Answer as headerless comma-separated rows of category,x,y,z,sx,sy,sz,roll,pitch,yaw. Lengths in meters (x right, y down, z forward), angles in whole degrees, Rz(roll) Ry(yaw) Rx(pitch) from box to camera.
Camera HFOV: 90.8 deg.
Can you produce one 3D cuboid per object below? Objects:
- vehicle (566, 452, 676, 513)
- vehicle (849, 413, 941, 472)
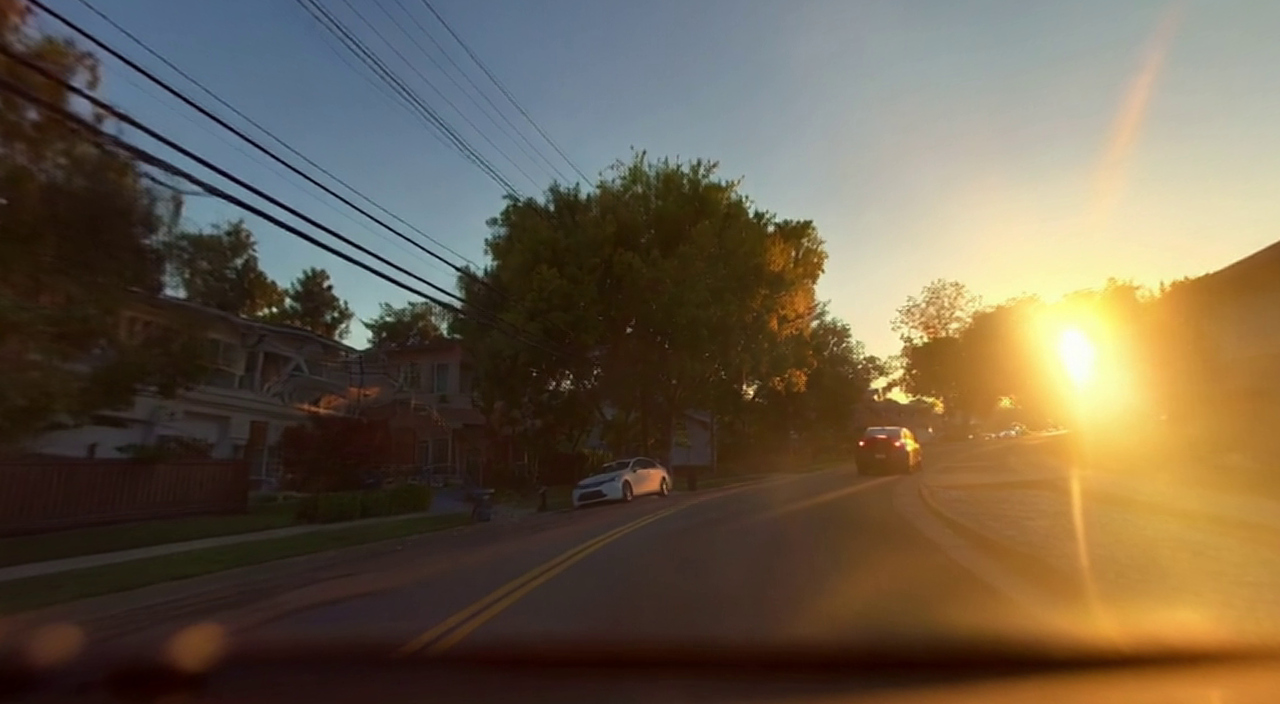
vehicle,-0.583,4.770,23.667,2.039,1.949,4.511,-5,-10,29
vehicle,9.638,3.393,23.607,2.086,1.974,4.890,-6,-10,34
